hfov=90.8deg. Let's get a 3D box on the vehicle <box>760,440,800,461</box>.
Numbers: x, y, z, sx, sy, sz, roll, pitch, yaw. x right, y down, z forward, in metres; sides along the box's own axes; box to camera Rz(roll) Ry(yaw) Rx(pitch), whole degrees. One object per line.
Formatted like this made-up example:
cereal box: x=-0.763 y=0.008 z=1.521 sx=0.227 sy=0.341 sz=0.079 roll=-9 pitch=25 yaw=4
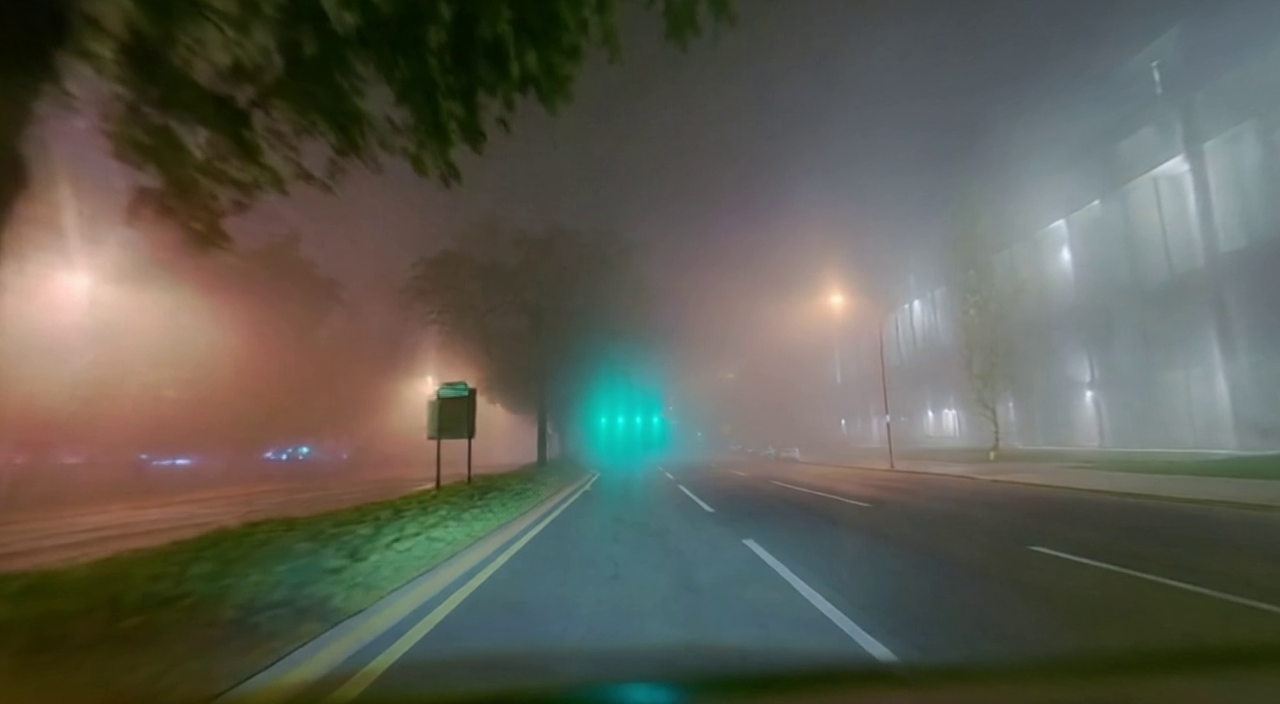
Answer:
vehicle: x=10.329 y=7.316 z=46.947 sx=1.956 sy=1.462 sz=4.306 roll=0 pitch=-9 yaw=-1
